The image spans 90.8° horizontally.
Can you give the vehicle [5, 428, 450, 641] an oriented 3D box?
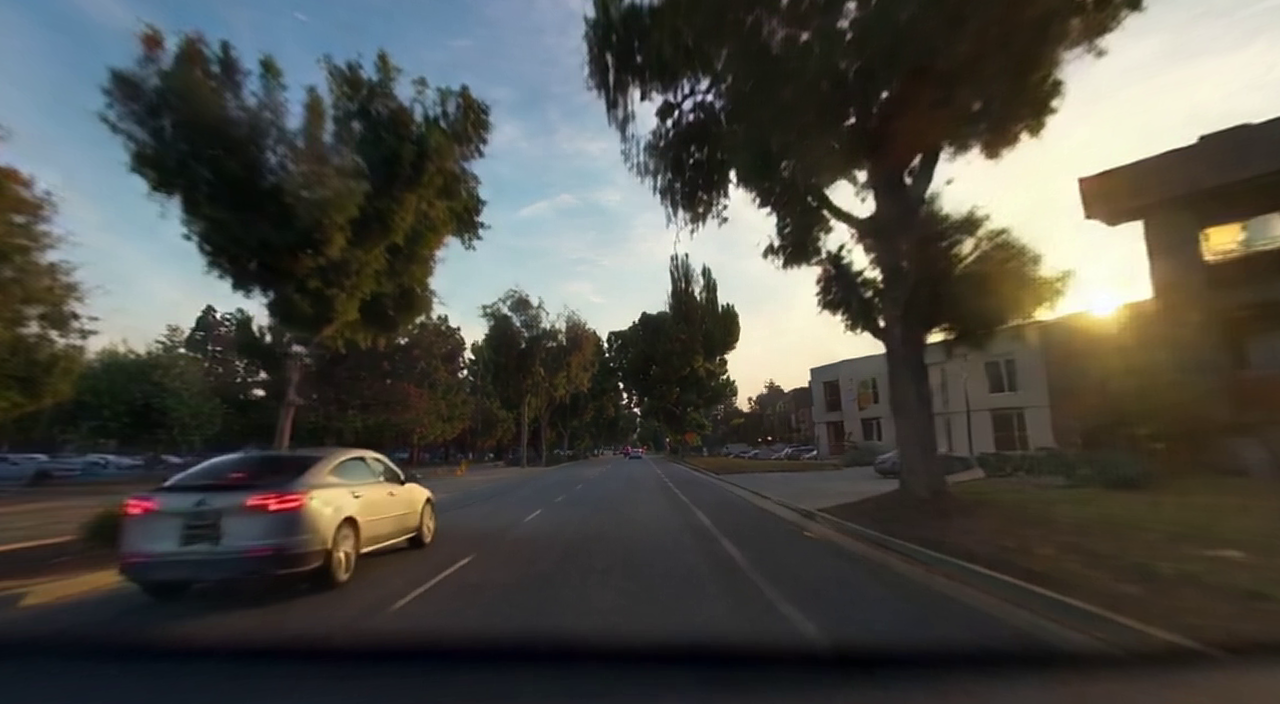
[{"bbox_3d":[-3.655,1.646,6.699,2.030,1.550,3.925,0,-9,0],"label":"vehicle"}]
